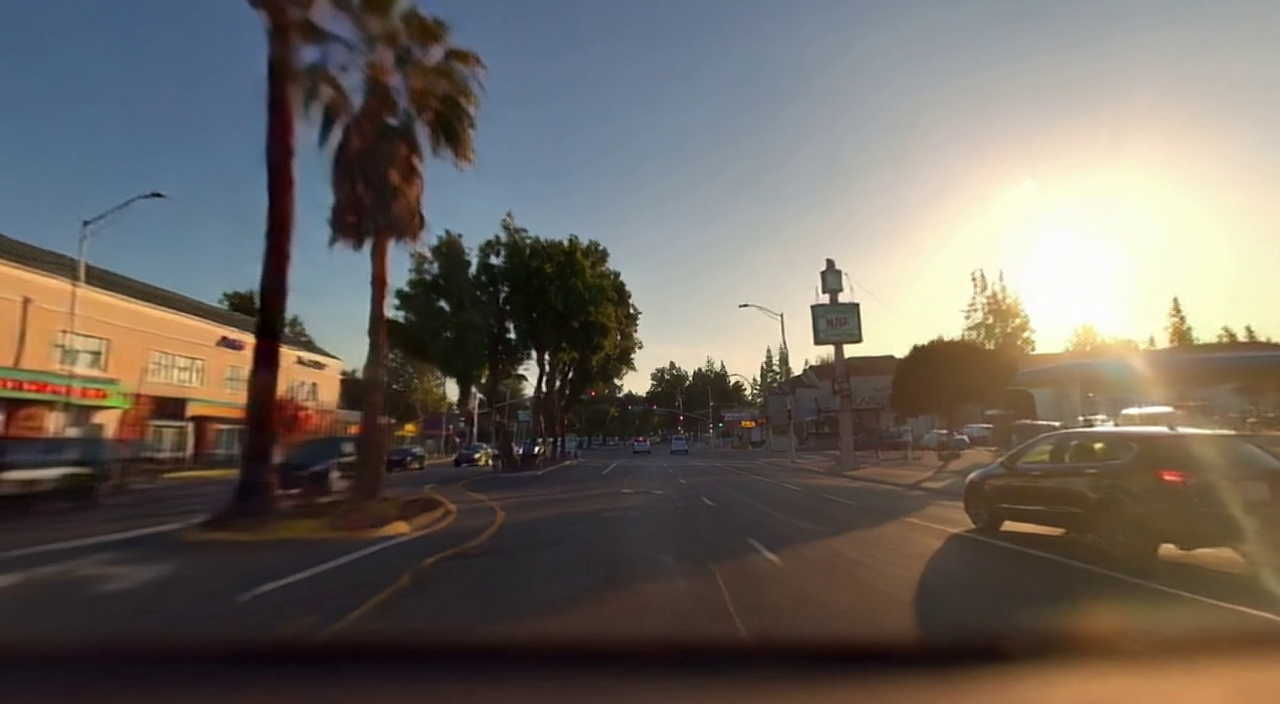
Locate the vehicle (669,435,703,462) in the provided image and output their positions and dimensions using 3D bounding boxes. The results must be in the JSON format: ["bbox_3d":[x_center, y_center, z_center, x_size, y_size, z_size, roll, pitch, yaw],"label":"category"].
[{"bbox_3d":[3.468,7.419,48.701,2.190,1.913,5.174,0,-8,0],"label":"vehicle"}]

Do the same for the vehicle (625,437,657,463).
[{"bbox_3d":[0.080,6.820,44.087,2.177,1.754,3.815,0,-8,1],"label":"vehicle"}]

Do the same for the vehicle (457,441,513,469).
[{"bbox_3d":[-9.238,6.188,38.168,2.042,1.555,4.748,0,-8,1],"label":"vehicle"}]

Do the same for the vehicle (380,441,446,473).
[{"bbox_3d":[-12.447,5.762,34.998,1.972,1.590,4.370,0,-8,1],"label":"vehicle"}]

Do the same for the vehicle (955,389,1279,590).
[{"bbox_3d":[6.440,1.602,8.257,2.066,1.807,4.893,0,-8,-1],"label":"vehicle"}]

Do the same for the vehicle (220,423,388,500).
[{"bbox_3d":[-9.305,3.065,18.151,2.169,1.910,4.745,0,-8,0],"label":"vehicle"}]

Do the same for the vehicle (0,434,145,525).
[{"bbox_3d":[-12.833,2.536,12.933,1.897,1.683,4.307,0,-8,0],"label":"vehicle"}]
